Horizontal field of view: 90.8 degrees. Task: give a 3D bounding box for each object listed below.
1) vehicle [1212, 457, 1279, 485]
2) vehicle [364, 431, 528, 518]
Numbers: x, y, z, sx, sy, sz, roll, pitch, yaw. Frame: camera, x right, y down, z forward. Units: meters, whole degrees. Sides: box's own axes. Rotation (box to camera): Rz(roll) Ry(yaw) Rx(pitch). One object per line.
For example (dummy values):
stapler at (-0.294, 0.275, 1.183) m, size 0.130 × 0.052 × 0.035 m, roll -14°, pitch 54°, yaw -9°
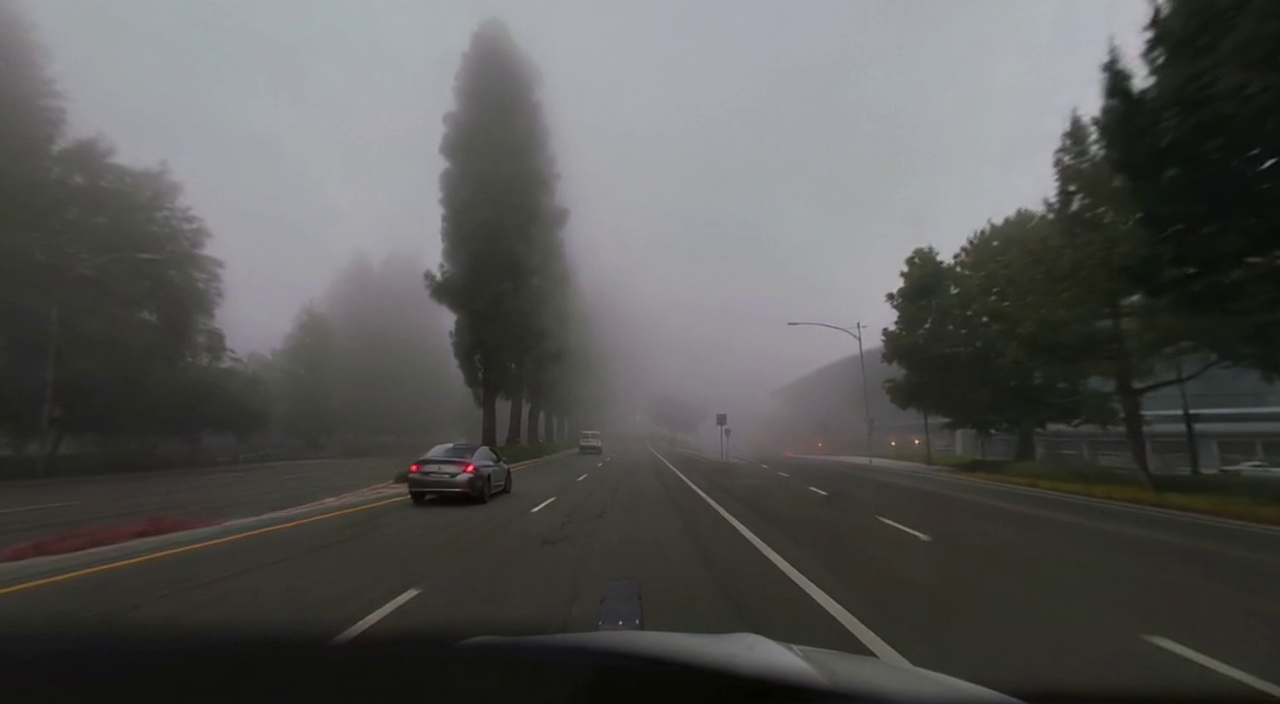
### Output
vehicle at (38.008, 7.240, 38.641) m, size 4.574 × 1.560 × 1.967 m, roll 1°, pitch -9°, yaw -12°
vehicle at (-3.854, 2.504, 13.551) m, size 1.984 × 1.521 × 4.682 m, roll 0°, pitch -8°, yaw 1°
